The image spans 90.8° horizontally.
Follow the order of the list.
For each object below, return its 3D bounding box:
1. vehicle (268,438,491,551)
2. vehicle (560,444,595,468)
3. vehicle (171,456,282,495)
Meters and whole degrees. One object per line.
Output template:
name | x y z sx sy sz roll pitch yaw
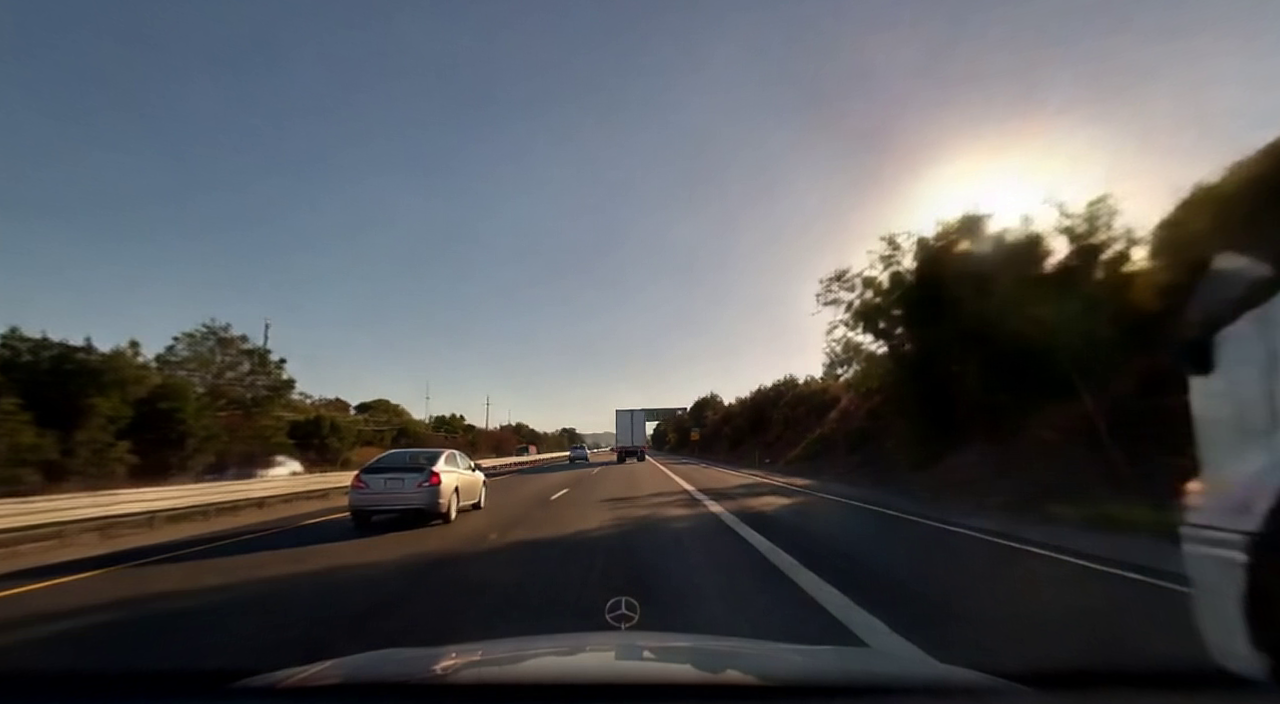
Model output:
vehicle | -4.021 2.245 10.642 1.978 1.507 4.062 0 -9 0
vehicle | -4.513 7.639 46.418 2.115 1.668 4.217 0 -9 0
vehicle | -16.992 5.082 26.213 1.774 1.409 4.239 0 -9 -1
